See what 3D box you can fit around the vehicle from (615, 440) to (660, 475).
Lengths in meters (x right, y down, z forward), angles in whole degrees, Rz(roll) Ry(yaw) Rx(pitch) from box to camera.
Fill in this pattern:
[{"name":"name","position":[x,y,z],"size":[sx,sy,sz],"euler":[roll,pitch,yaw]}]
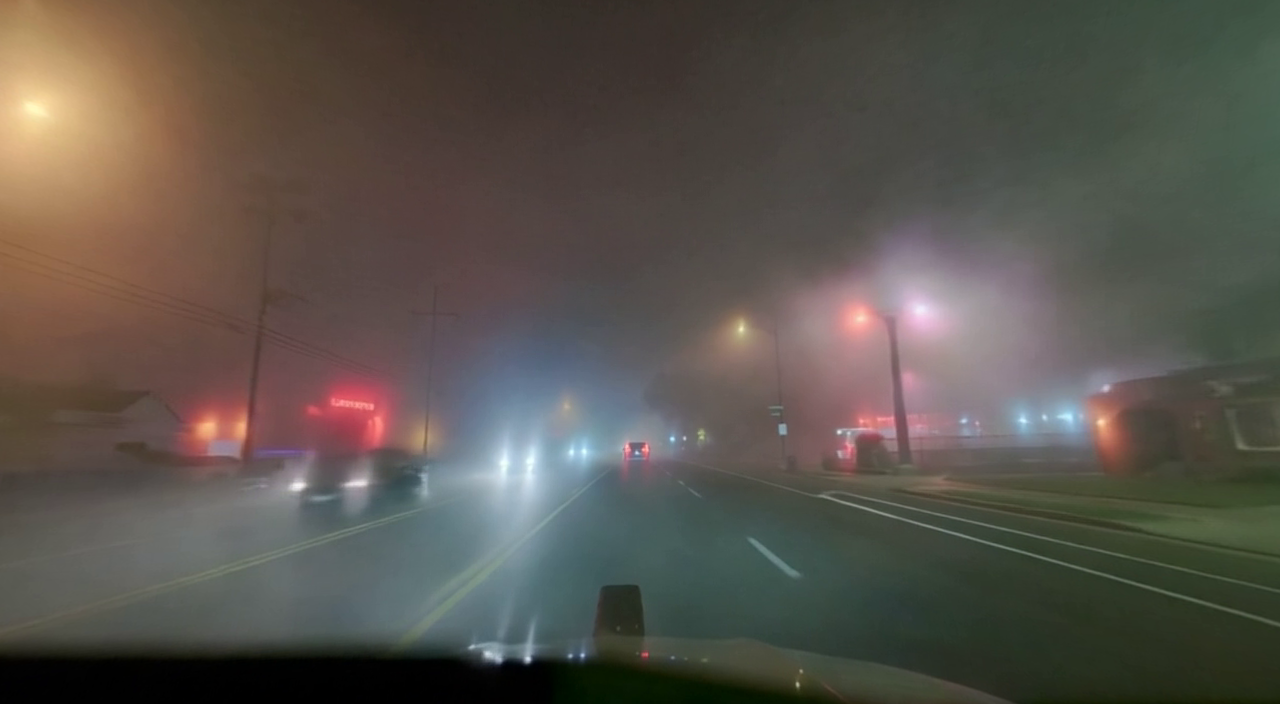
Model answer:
[{"name":"vehicle","position":[-0.118,5.201,31.394],"size":[2.067,1.547,4.513],"euler":[0,-8,0]}]

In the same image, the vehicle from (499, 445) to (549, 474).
[{"name":"vehicle","position":[-6.298,5.873,34.769],"size":[1.923,1.472,4.342],"euler":[0,-8,0]}]

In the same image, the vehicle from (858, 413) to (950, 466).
[{"name":"vehicle","position":[13.937,4.707,33.903],"size":[2.449,2.564,5.877],"euler":[0,-8,1]}]

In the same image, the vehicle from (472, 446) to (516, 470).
[{"name":"vehicle","position":[-9.972,7.215,43.396],"size":[2.073,1.533,4.020],"euler":[0,-8,0]}]

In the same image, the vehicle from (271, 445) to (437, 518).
[{"name":"vehicle","position":[-6.520,2.950,15.014],"size":[1.930,1.450,4.234],"euler":[0,-8,0]}]

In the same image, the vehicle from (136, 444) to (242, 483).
[{"name":"vehicle","position":[-20.881,5.140,29.517],"size":[1.911,1.663,4.115],"euler":[0,-8,0]}]
